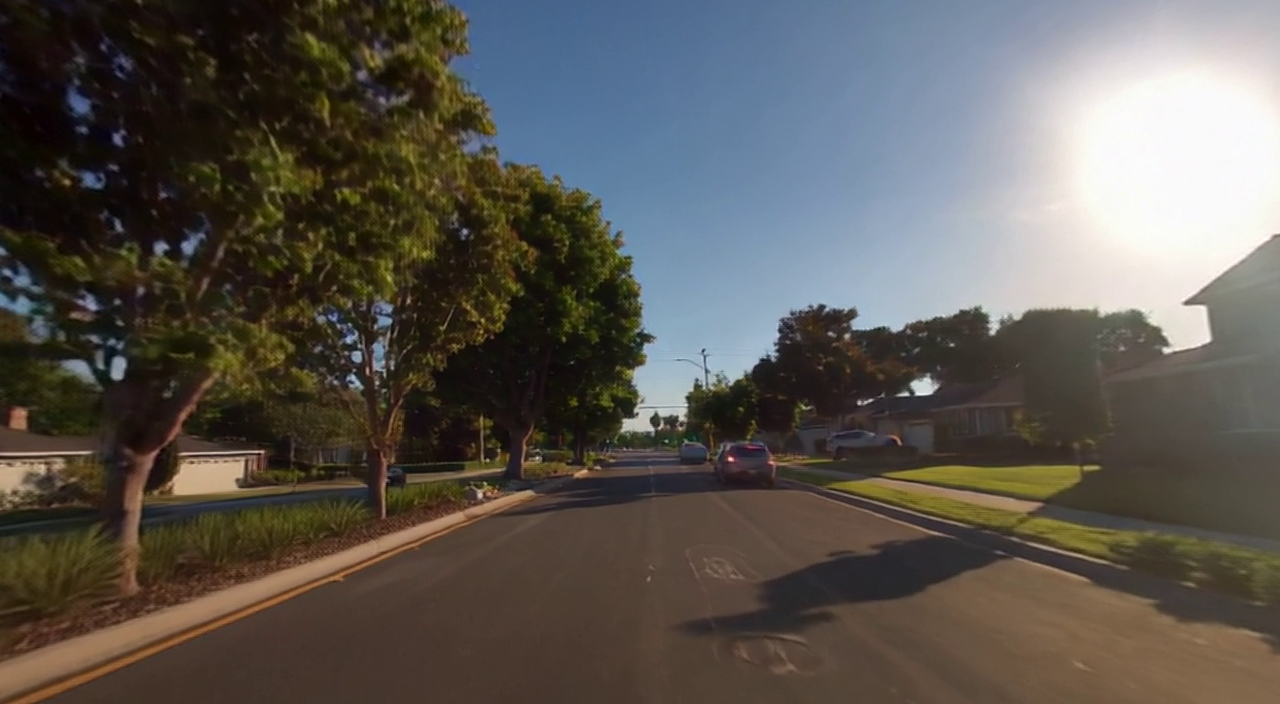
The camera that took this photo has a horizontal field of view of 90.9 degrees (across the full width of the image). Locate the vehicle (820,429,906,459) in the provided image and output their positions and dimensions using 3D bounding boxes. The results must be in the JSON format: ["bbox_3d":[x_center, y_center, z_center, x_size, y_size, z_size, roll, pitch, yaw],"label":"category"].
[{"bbox_3d":[11.716,4.872,33.251,3.827,1.512,1.855,0,-8,1],"label":"vehicle"}]

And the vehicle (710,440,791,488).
[{"bbox_3d":[3.832,3.975,22.745,1.979,1.524,4.578,0,-8,-2],"label":"vehicle"}]
